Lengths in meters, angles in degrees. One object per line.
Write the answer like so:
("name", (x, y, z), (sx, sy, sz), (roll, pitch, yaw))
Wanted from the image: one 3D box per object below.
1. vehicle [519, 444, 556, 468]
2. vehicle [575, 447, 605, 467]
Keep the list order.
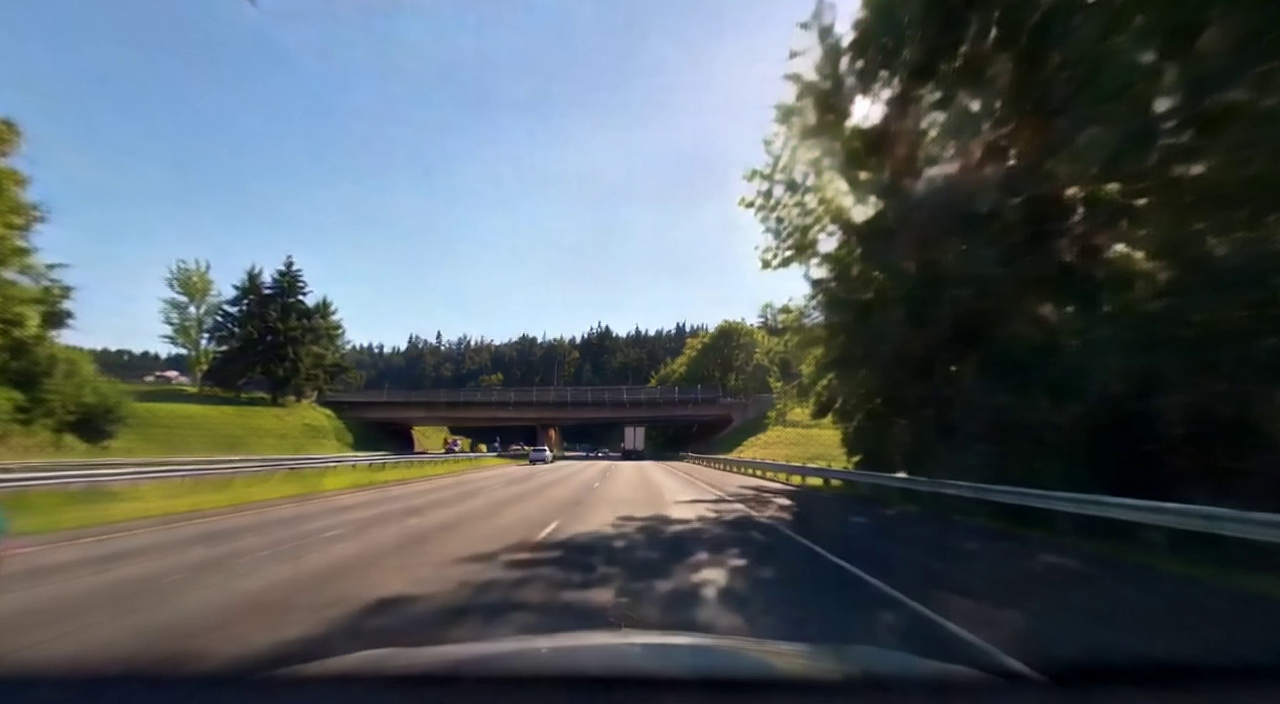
("vehicle", (-7.456, 7.619, 46.314), (2.014, 1.633, 4.090), (0, -9, -1))
("vehicle", (-3.889, 8.272, 49.811), (2.073, 1.472, 4.091), (0, -9, -1))
